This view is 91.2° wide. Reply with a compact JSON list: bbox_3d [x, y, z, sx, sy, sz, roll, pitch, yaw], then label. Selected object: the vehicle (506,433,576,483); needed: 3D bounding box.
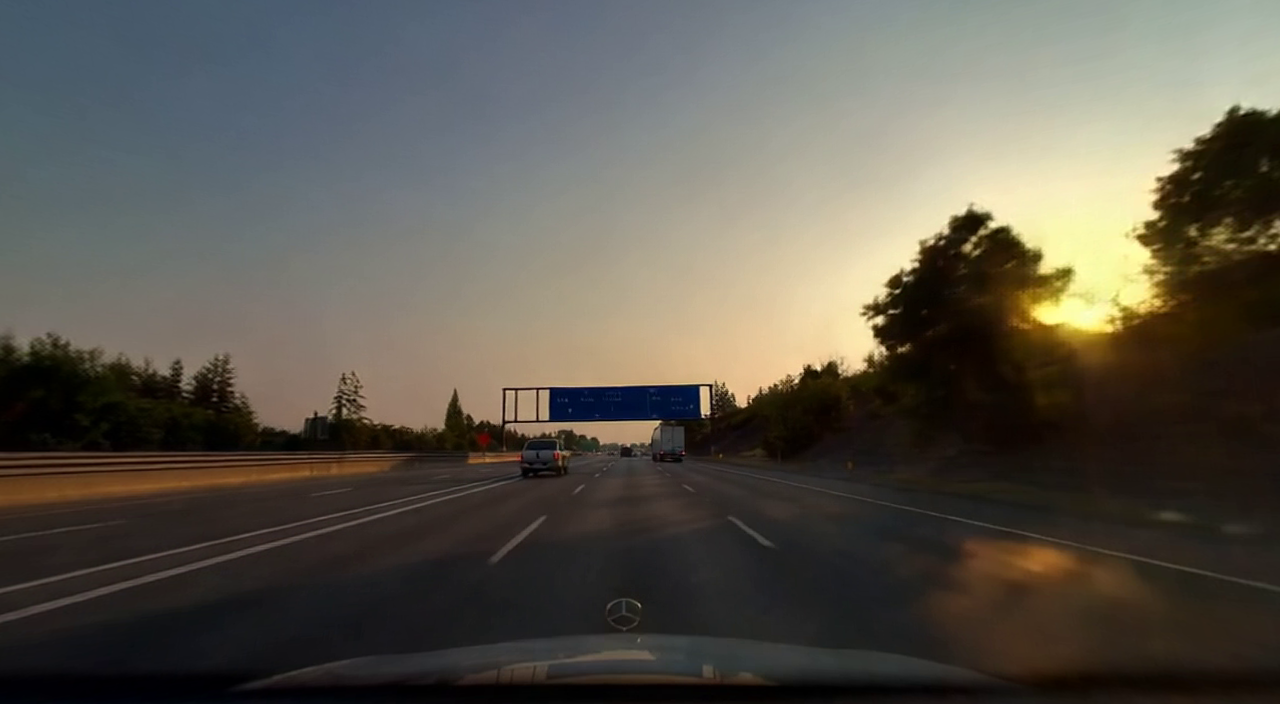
[{"bbox_3d":[-4.028,4.437,26.438,2.173,1.857,4.800,0,-9,0],"label":"vehicle"}]
